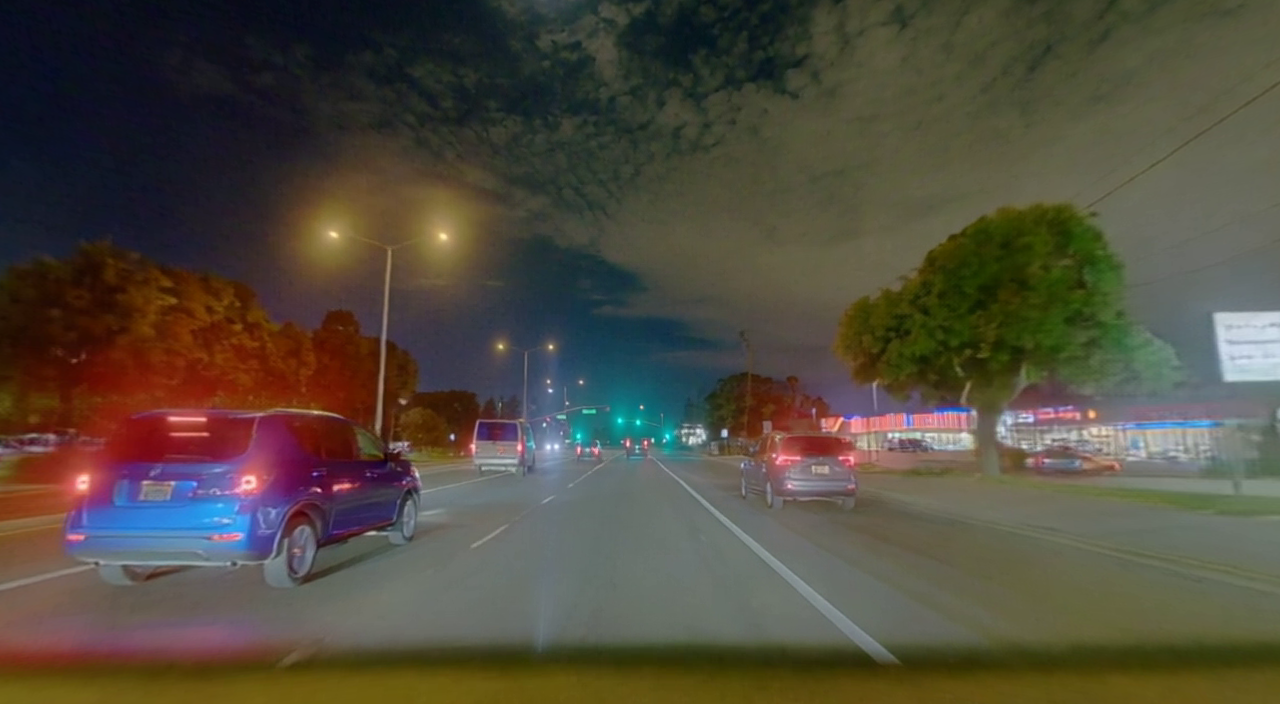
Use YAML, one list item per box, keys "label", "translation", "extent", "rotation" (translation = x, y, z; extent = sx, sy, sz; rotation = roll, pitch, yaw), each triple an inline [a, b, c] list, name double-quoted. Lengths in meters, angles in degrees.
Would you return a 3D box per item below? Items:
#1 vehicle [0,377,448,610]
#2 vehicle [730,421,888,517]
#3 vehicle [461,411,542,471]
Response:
- label: "vehicle"
  translation: [-3.850, 1.388, 6.975]
  extent: [2.038, 1.748, 4.303]
  rotation: [0, -9, 1]
- label: "vehicle"
  translation: [3.563, 2.594, 14.429]
  extent: [2.167, 1.792, 4.835]
  rotation: [0, -9, -2]
- label: "vehicle"
  translation: [-6.474, 4.332, 30.411]
  extent: [2.863, 2.592, 6.410]
  rotation: [1, -9, -4]
